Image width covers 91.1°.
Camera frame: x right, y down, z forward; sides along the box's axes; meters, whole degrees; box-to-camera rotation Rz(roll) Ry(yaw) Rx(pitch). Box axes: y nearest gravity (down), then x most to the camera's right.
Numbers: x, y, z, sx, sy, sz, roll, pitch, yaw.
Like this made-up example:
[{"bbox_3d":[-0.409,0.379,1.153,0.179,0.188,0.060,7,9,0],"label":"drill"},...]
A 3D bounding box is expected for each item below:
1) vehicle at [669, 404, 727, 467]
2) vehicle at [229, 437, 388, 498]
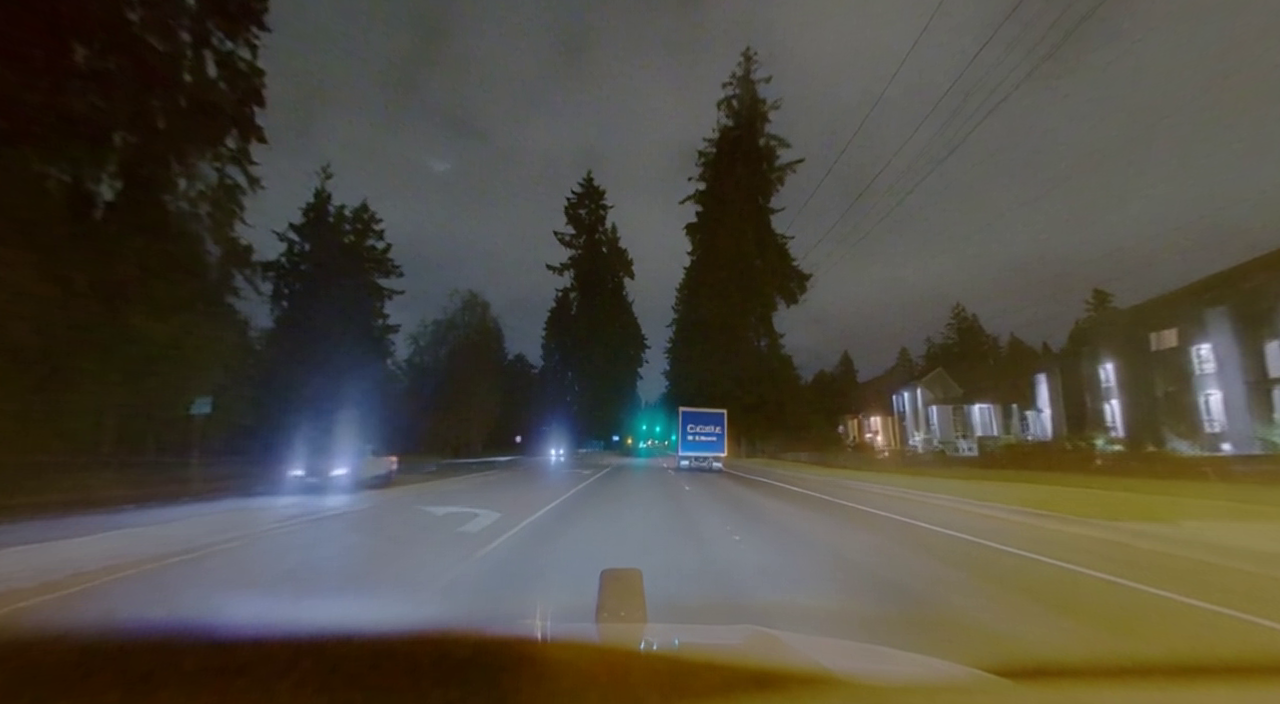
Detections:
[{"bbox_3d":[3.802,5.849,43.550,2.973,3.848,9.336,1,-8,-1],"label":"vehicle"},{"bbox_3d":[-9.071,3.171,17.736,2.011,1.460,4.420,0,-8,1],"label":"vehicle"}]
